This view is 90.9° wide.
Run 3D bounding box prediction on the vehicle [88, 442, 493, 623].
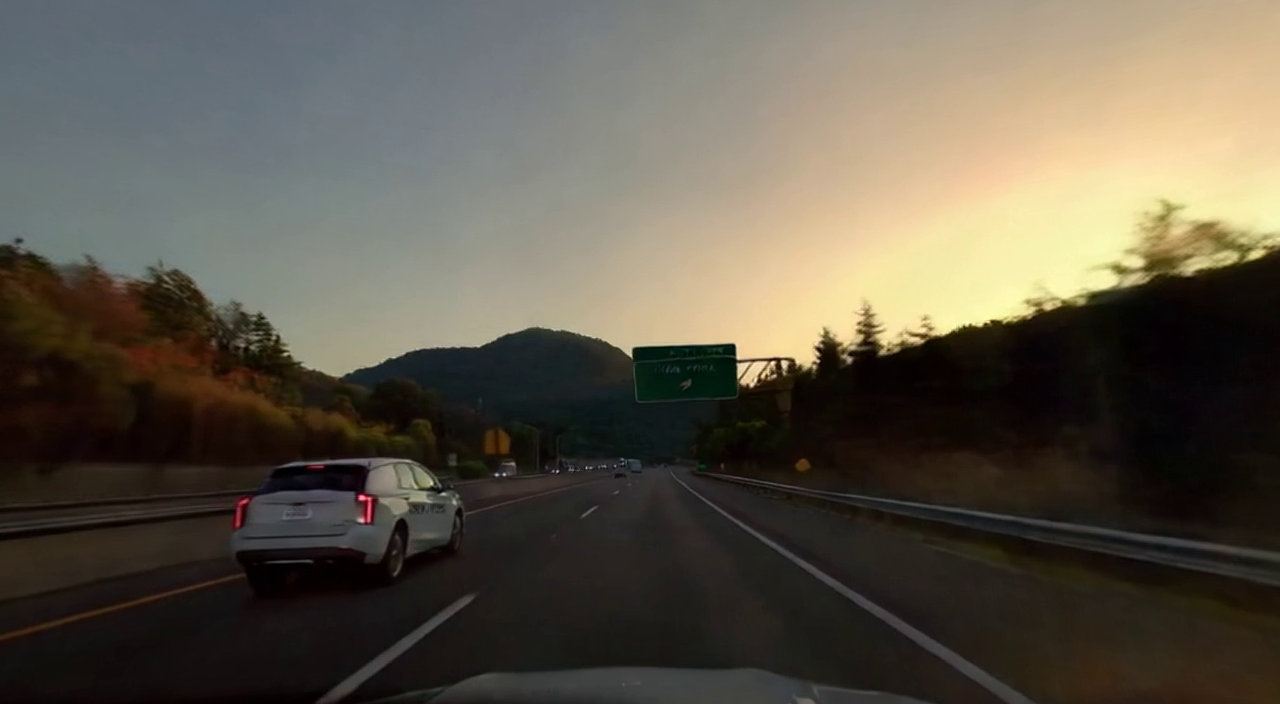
[{"bbox_3d":[-3.607,2.012,7.997,2.135,1.506,5.041,0,-10,1],"label":"vehicle"}]
